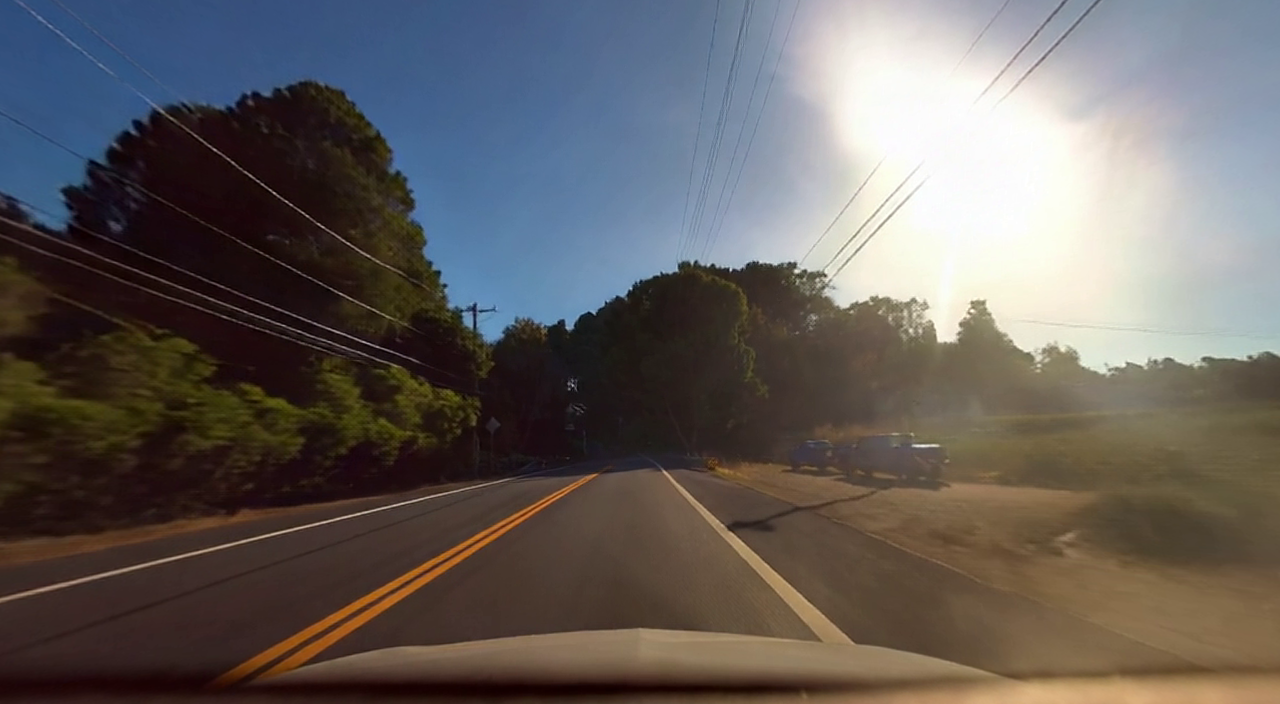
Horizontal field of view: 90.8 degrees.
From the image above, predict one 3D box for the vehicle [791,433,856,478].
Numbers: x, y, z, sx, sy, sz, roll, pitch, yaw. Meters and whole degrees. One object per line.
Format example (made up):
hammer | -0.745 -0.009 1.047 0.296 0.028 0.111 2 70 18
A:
vehicle | 12.304 6.953 42.924 2.986 2.613 6.442 -5 -8 7
